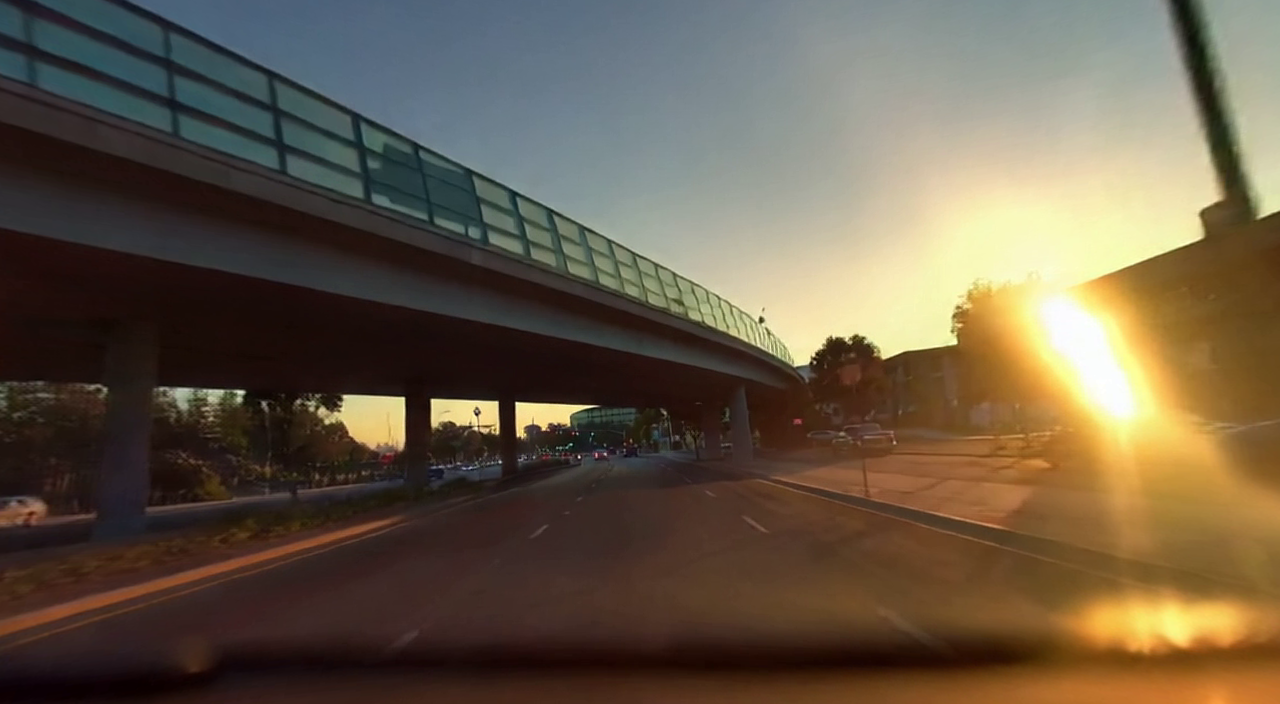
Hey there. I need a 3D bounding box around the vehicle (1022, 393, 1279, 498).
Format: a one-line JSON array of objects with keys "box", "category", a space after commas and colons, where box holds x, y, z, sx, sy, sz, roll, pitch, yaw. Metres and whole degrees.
[{"box": [10.266, 1.779, 12.298, 2.135, 1.530, 5.197, -5, -9, -1], "category": "vehicle"}]

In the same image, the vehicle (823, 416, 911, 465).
[{"box": [10.514, 4.193, 29.552, 2.244, 1.866, 4.603, -6, -9, 0], "category": "vehicle"}]
